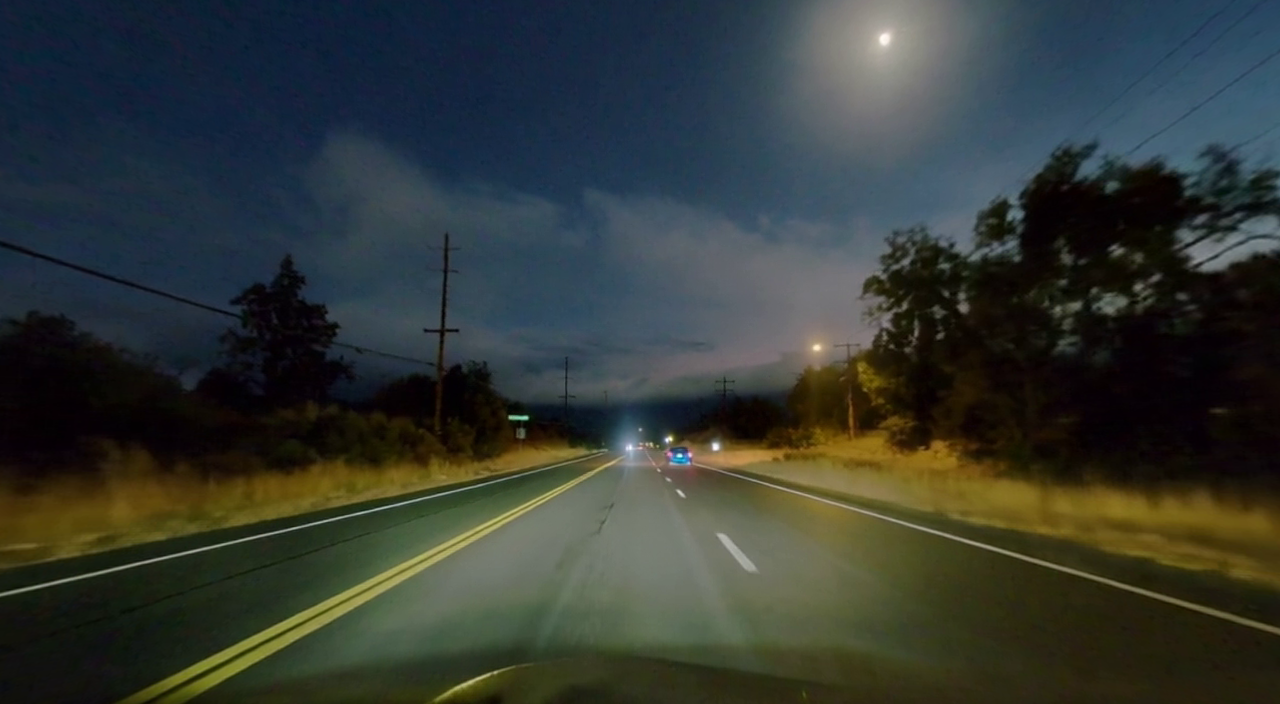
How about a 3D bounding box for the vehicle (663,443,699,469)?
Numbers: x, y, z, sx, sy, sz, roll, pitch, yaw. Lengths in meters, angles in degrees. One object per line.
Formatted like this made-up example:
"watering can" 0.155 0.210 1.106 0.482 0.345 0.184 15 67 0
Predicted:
"vehicle" 2.843 7.337 44.659 2.135 1.692 4.185 0 -9 -2
